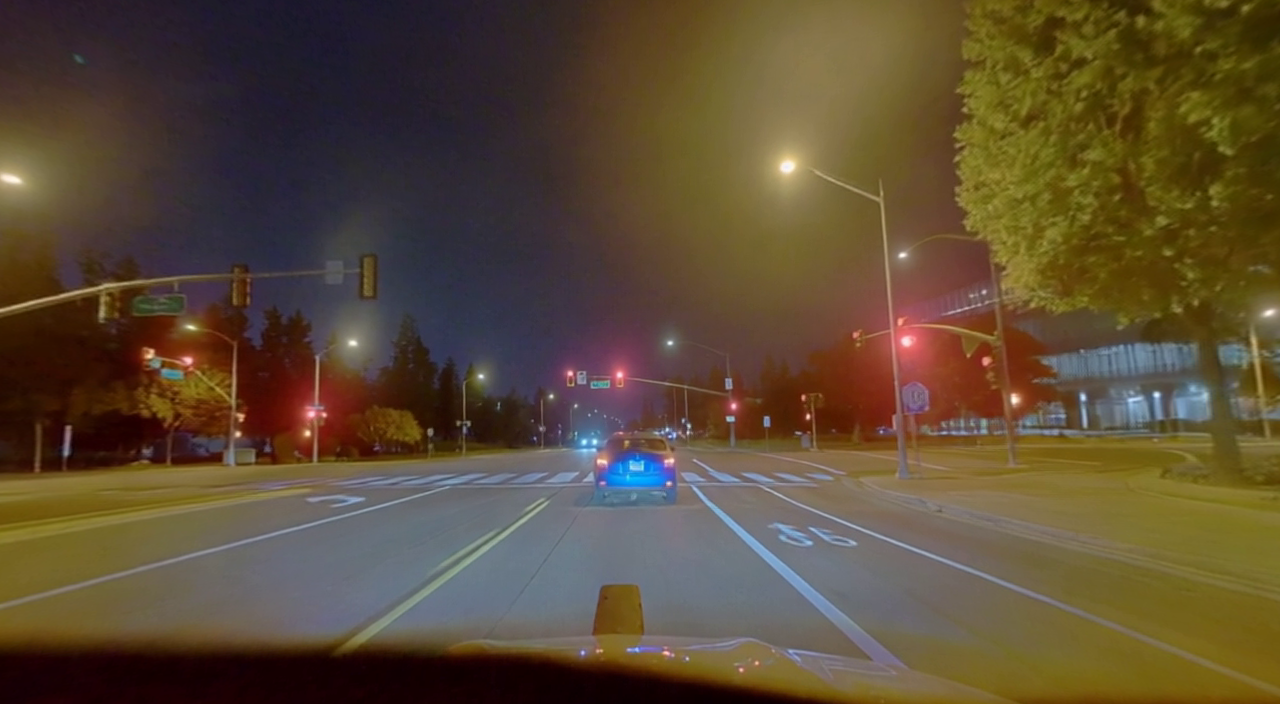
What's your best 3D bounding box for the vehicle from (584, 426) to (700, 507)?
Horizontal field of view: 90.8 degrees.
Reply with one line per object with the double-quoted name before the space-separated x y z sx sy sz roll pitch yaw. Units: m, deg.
"vehicle" -0.004 2.403 13.595 2.107 1.470 3.974 0 -9 -1
